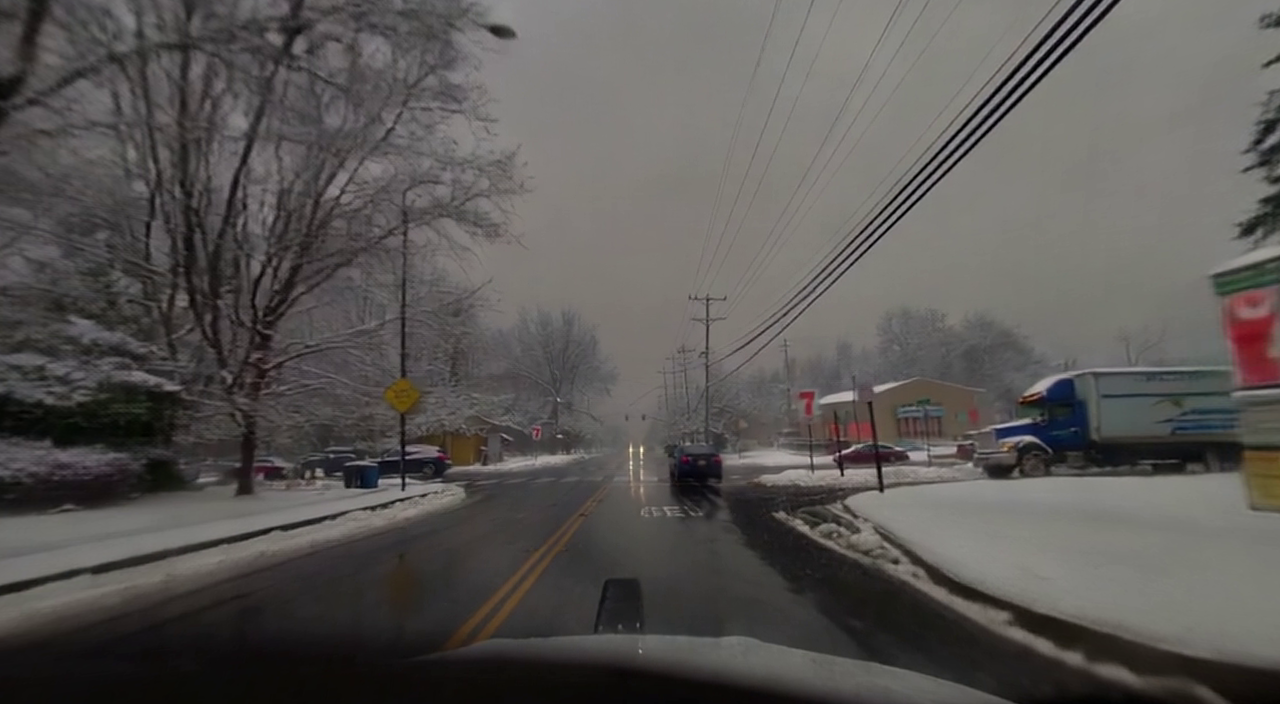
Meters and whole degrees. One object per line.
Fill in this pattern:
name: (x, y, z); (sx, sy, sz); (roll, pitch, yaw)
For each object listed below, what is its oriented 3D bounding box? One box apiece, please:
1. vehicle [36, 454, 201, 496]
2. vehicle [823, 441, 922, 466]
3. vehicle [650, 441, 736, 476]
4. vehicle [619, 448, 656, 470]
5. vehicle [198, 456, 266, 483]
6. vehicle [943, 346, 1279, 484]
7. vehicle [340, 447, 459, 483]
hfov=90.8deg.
vehicle: (-25.521, 6.033, 31.171); (5.763, 1.855, 2.340); (2, -8, -8)
vehicle: (13.168, 5.797, 36.058); (4.872, 1.400, 1.955); (-1, -9, 3)
vehicle: (2.955, 6.195, 37.085); (2.553, 1.868, 5.536); (4, -10, -25)
vehicle: (-0.242, 7.515, 44.484); (1.874, 1.427, 3.976); (2, -9, -12)
vehicle: (-29.017, 8.363, 45.111); (2.085, 1.763, 4.658); (1, -9, -6)
vehicle: (15.119, 2.004, 19.632); (9.897, 3.821, 2.789); (1, -8, -1)
vehicle: (-13.547, 6.396, 35.940); (5.866, 1.904, 2.197); (1, -9, -6)
